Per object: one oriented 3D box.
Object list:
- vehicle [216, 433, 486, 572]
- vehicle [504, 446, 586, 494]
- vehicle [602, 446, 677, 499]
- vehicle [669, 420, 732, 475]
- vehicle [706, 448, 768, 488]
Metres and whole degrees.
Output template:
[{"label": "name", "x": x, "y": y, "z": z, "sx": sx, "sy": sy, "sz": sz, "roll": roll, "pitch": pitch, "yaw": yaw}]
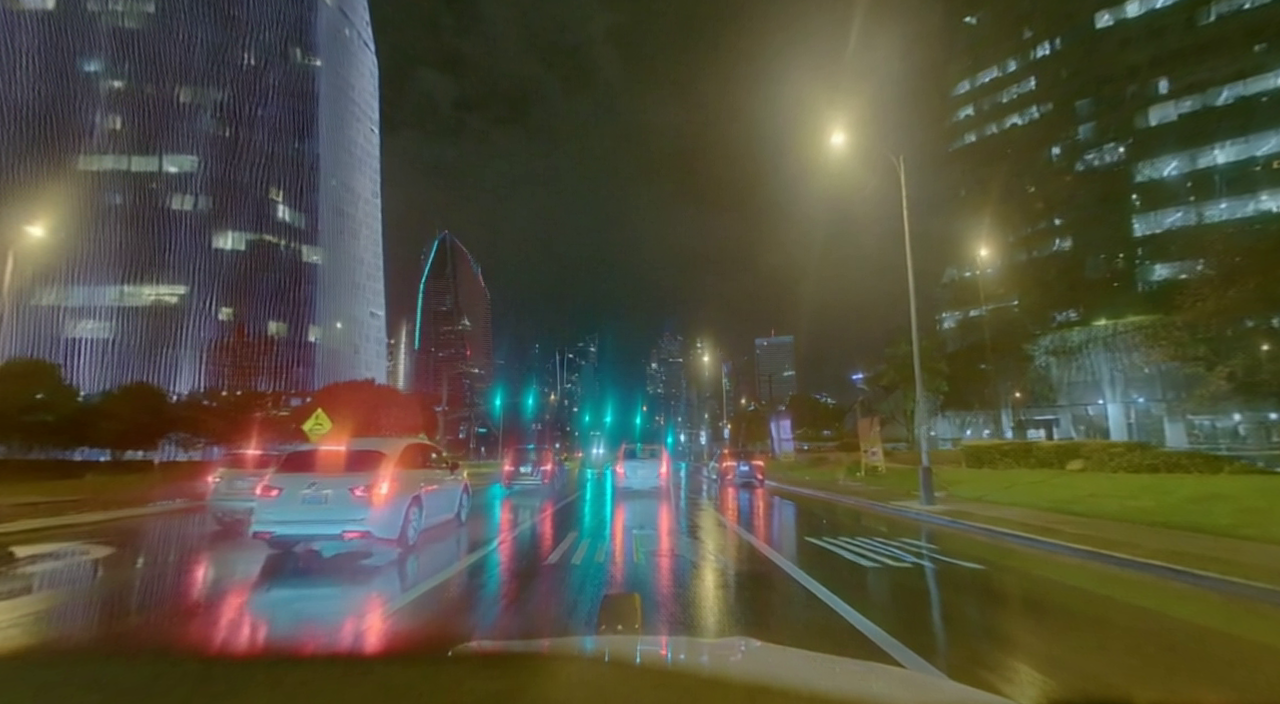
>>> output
[{"label": "vehicle", "x": -3.749, "y": 2.000, "z": 9.186, "sx": 1.933, "sy": 1.520, "sz": 4.195, "roll": 0, "pitch": -9, "yaw": 0}, {"label": "vehicle", "x": -3.234, "y": 4.100, "z": 22.332, "sx": 2.044, "sy": 1.508, "sz": 4.479, "roll": 0, "pitch": -9, "yaw": 2}, {"label": "vehicle", "x": 0.018, "y": 3.831, "z": 20.496, "sx": 2.174, "sy": 1.509, "sz": 4.374, "roll": 0, "pitch": -9, "yaw": 1}, {"label": "vehicle", "x": 3.994, "y": 6.808, "z": 44.963, "sx": 3.074, "sy": 3.316, "sz": 12.953, "roll": 0, "pitch": -9, "yaw": -1}, {"label": "vehicle", "x": 4.010, "y": 4.849, "z": 26.663, "sx": 1.940, "sy": 1.514, "sz": 4.187, "roll": 0, "pitch": -9, "yaw": 0}]
